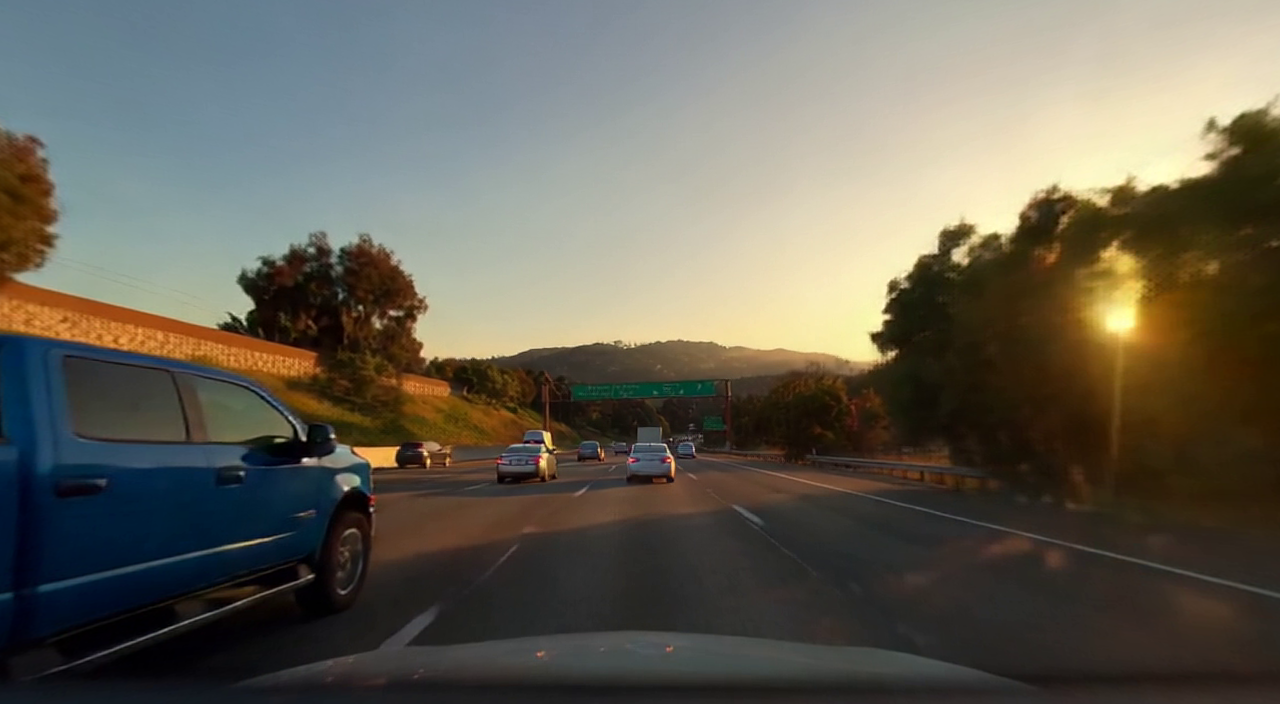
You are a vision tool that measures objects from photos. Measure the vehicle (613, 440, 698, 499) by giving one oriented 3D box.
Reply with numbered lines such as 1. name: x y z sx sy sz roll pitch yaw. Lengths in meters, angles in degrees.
1. vehicle: 0.376 3.153 17.394 2.054 1.421 4.090 0 -8 0

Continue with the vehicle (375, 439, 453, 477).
1. vehicle: -10.407 4.880 29.369 1.941 1.602 4.277 0 -8 2

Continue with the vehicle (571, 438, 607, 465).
1. vehicle: -3.252 6.443 40.886 1.897 1.646 4.049 0 -8 1

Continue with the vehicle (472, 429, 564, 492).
1. vehicle: -3.632 3.312 19.528 1.903 1.721 4.210 0 -8 1

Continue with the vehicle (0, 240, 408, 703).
1. vehicle: -3.436 0.747 3.026 2.269 2.060 5.933 0 -8 1
